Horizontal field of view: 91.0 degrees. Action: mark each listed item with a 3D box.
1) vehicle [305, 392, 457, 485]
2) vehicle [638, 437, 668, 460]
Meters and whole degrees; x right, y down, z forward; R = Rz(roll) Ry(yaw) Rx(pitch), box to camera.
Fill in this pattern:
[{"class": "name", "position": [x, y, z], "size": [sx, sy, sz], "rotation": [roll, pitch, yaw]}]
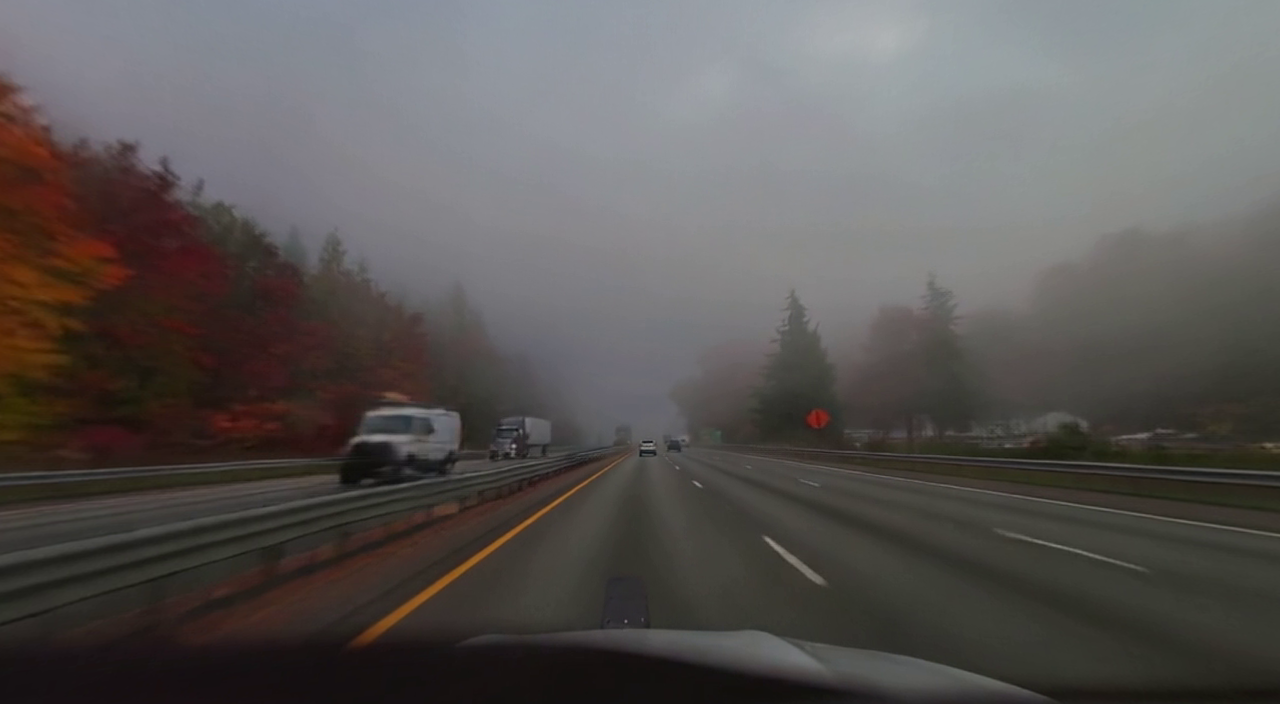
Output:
[{"class": "vehicle", "position": [-8.044, 2.819, 20.404], "size": [2.330, 2.559, 5.751], "rotation": [0, -8, 1]}, {"class": "vehicle", "position": [0.846, 6.385, 41.726], "size": [1.924, 1.498, 3.817], "rotation": [0, -8, 1]}]
